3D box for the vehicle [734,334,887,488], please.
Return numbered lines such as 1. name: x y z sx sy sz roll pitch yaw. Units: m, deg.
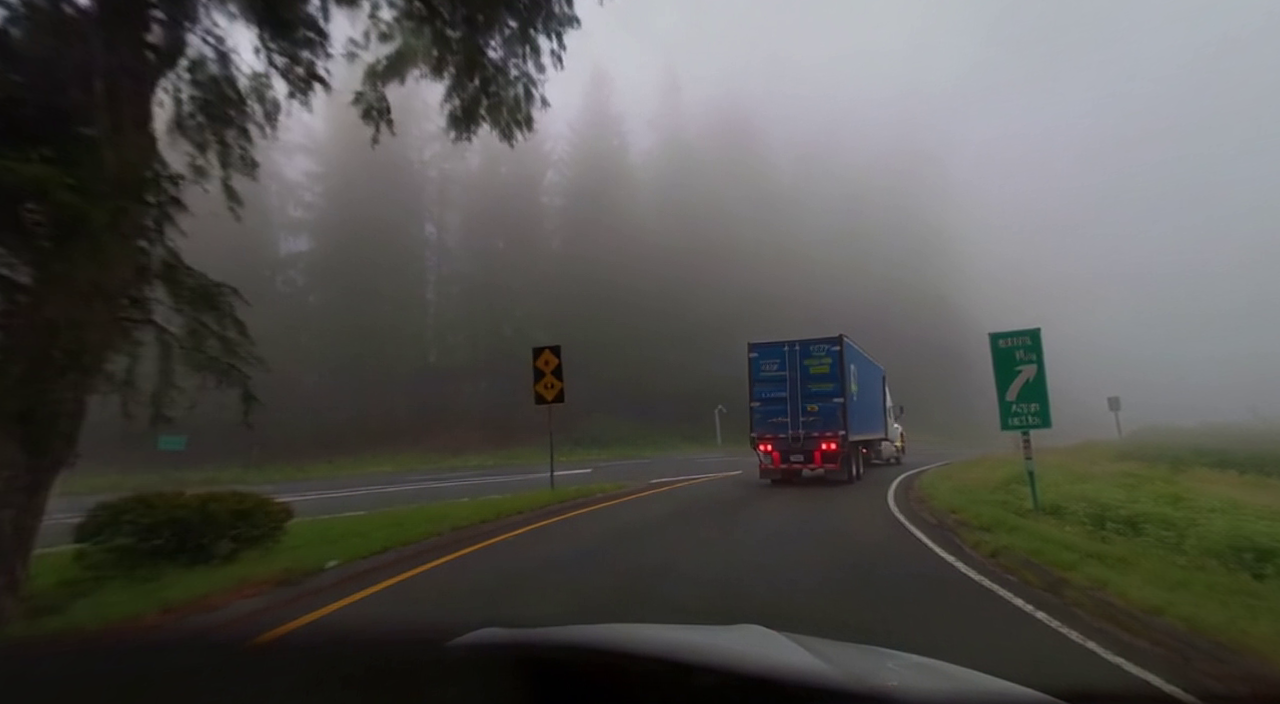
1. vehicle: 5.756 2.009 19.718 2.937 3.647 9.344 -4 -9 24
